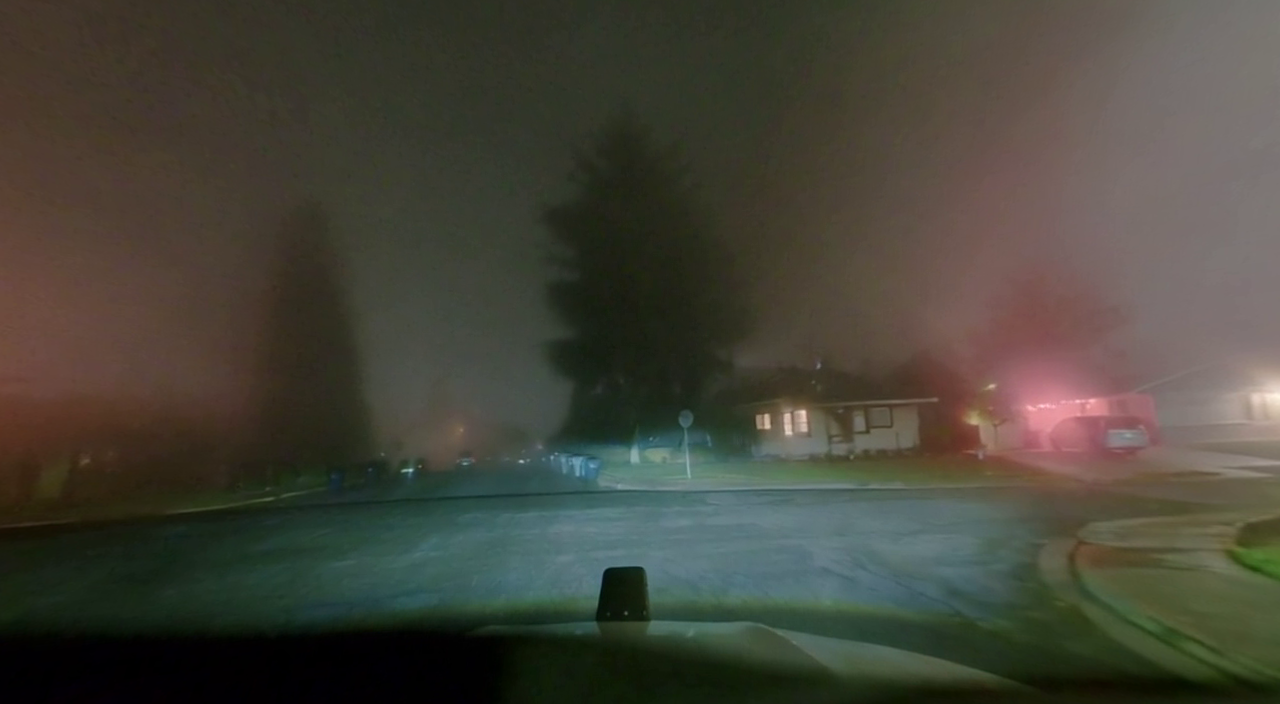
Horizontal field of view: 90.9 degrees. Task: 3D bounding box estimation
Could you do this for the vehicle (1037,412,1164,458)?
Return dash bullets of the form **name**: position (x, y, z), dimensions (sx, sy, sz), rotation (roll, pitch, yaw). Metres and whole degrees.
- **vehicle**: position (20.053, 3.694, 27.809), dimensions (1.992, 1.813, 5.079), rotation (-1, -8, 3)
